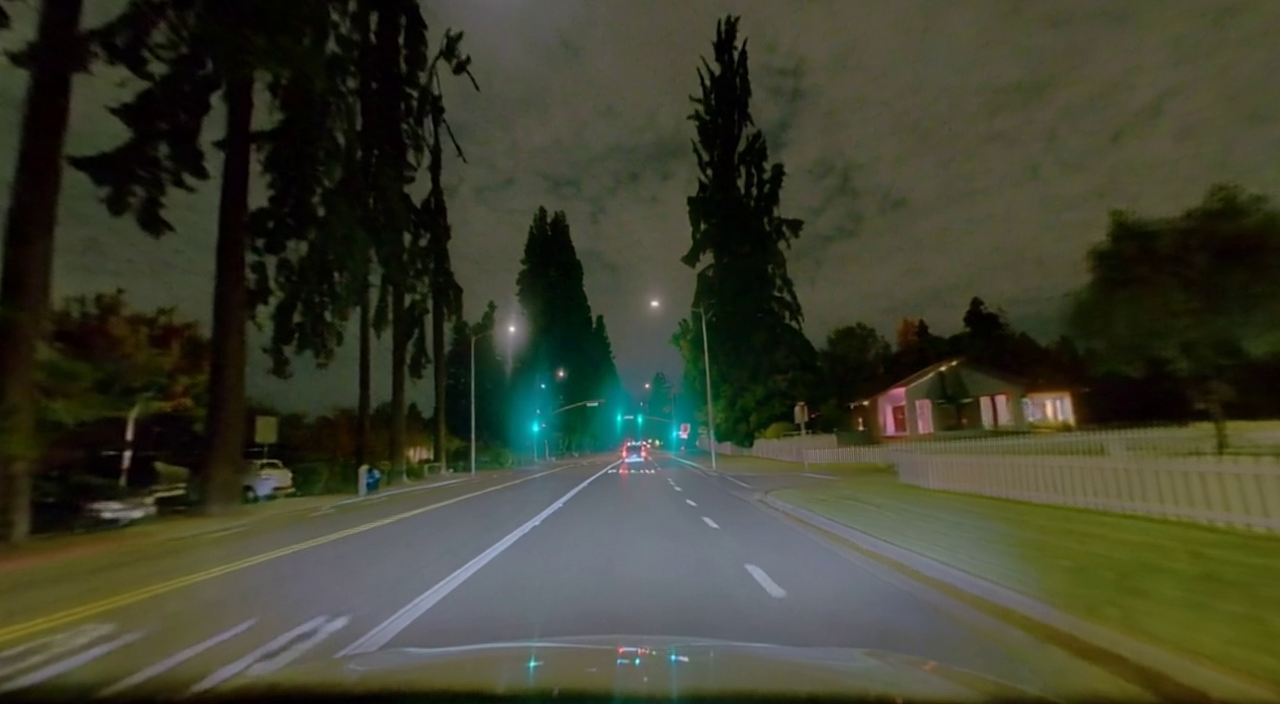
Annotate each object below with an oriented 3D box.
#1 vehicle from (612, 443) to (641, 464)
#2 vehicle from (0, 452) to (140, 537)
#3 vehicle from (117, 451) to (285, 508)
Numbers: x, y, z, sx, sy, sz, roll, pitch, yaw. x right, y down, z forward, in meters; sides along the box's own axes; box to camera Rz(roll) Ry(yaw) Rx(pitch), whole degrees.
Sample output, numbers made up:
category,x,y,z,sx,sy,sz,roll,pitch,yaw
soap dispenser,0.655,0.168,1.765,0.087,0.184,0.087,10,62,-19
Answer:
category,x,y,z,sx,sy,sz,roll,pitch,yaw
vehicle,-1.033,7.858,48.957,2.104,1.500,3.815,0,-9,-1
vehicle,-16.700,3.874,17.745,2.378,1.922,5.801,-1,-8,-20
vehicle,-16.159,4.689,23.509,2.043,1.803,4.631,-12,-13,37
